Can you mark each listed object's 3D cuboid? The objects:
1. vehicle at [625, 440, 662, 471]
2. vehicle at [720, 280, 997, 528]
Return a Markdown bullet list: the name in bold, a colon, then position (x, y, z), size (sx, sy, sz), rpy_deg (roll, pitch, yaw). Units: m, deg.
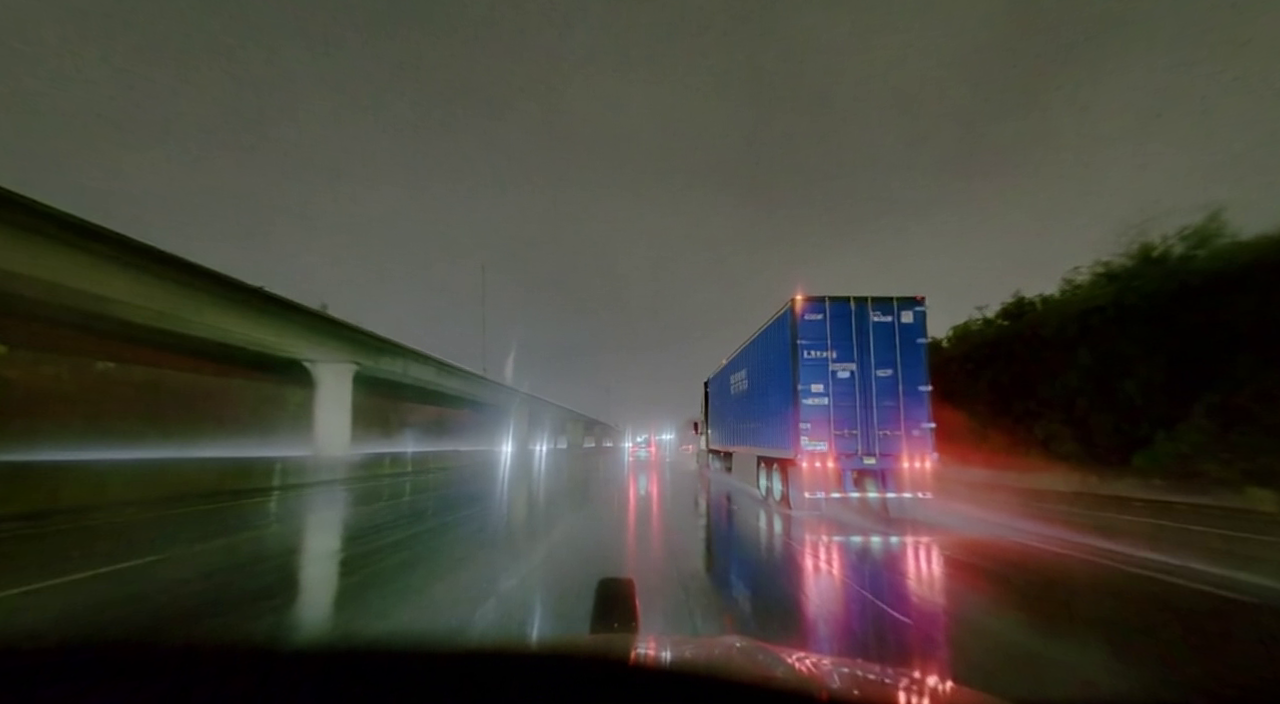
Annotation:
- **vehicle**: position (0.227, 6.075, 37.348), size (2.077, 1.716, 4.514), rpy_deg (0, -9, 1)
- **vehicle**: position (4.168, 1.552, 15.363), size (2.964, 4.063, 10.072), rpy_deg (0, -9, -1)
